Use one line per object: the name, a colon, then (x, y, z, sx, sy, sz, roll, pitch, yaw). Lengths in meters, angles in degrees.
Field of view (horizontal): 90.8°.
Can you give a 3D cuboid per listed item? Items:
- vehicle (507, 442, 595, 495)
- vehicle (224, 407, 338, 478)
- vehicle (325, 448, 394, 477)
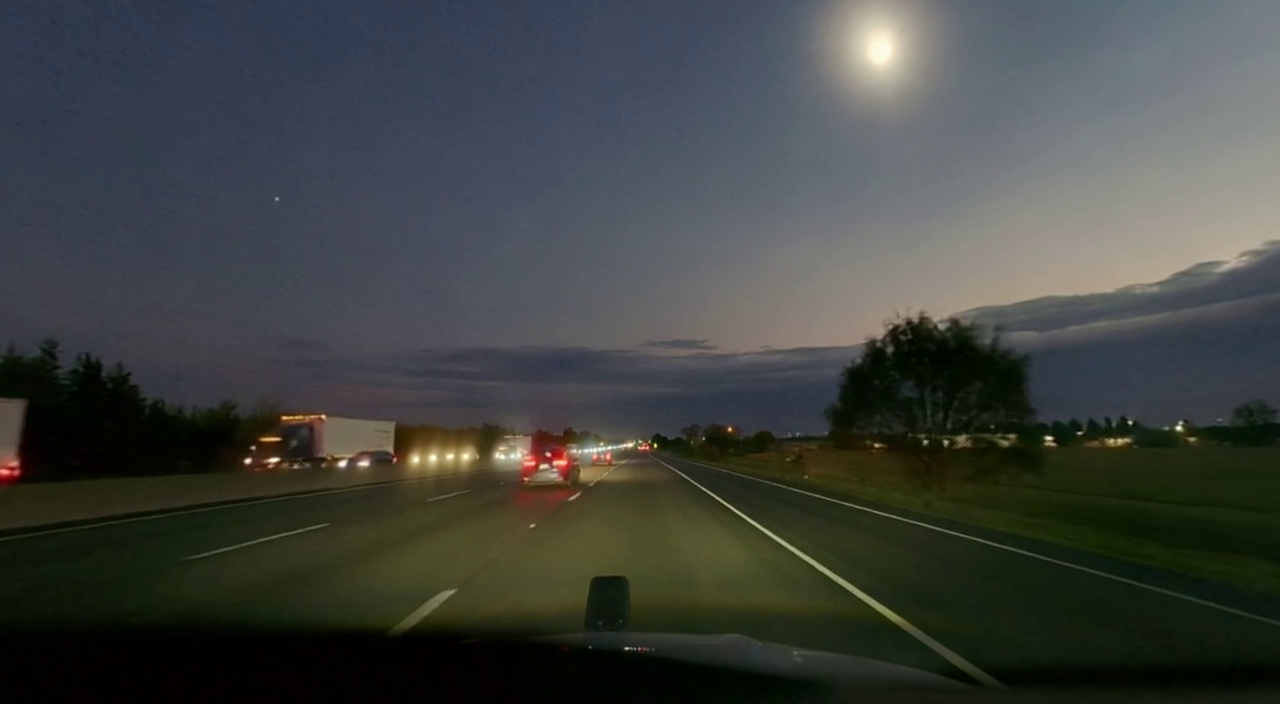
vehicle: (-2.718, 3.689, 20.309, 2.110, 1.500, 4.259, 0, -9, 2)
vehicle: (-22.945, 5.895, 40.867, 3.289, 4.194, 6.586, 0, -9, 0)
vehicle: (-15.572, 6.107, 35.231, 1.904, 1.501, 4.158, 0, -9, 0)
